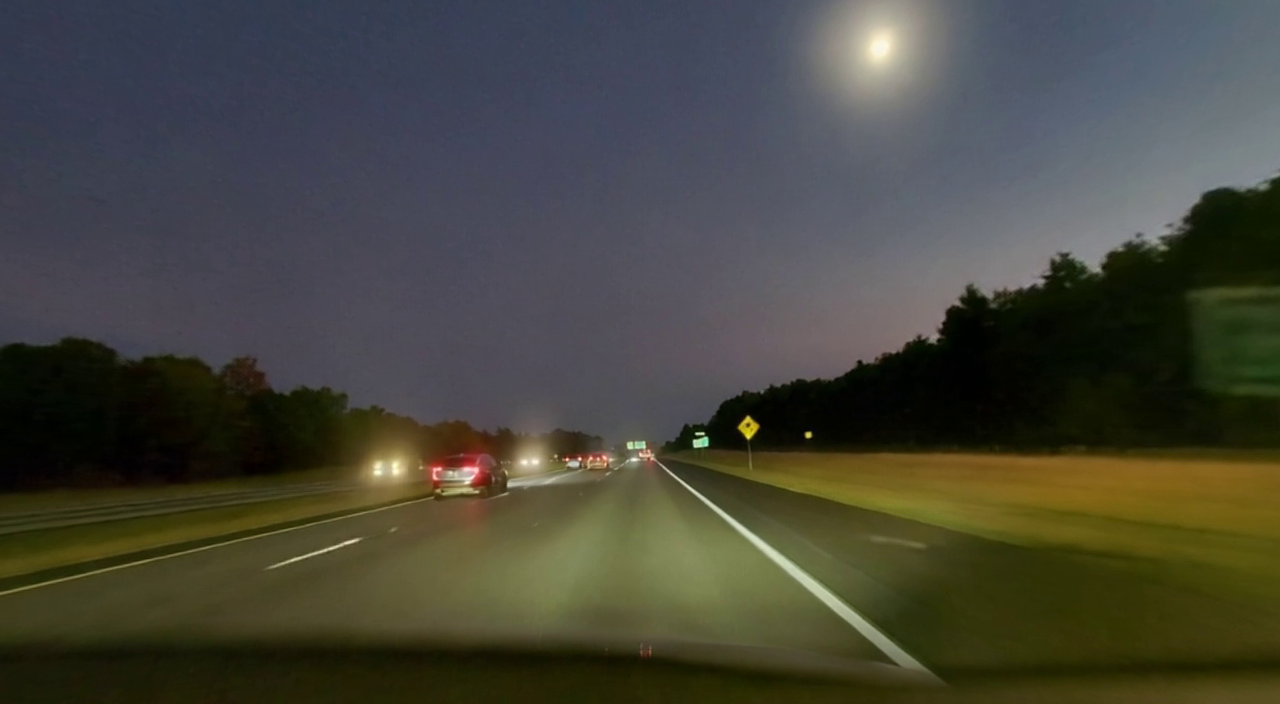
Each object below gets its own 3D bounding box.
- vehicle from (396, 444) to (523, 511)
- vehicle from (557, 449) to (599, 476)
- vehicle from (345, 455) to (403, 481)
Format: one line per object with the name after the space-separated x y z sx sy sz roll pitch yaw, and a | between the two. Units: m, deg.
-4.526 3.219 16.640 1.975 1.501 4.603 0 -9 0 | vehicle
-3.551 6.413 36.751 2.005 1.474 3.921 0 -9 1 | vehicle
-17.785 7.769 42.395 1.960 1.636 4.304 0 -9 1 | vehicle
